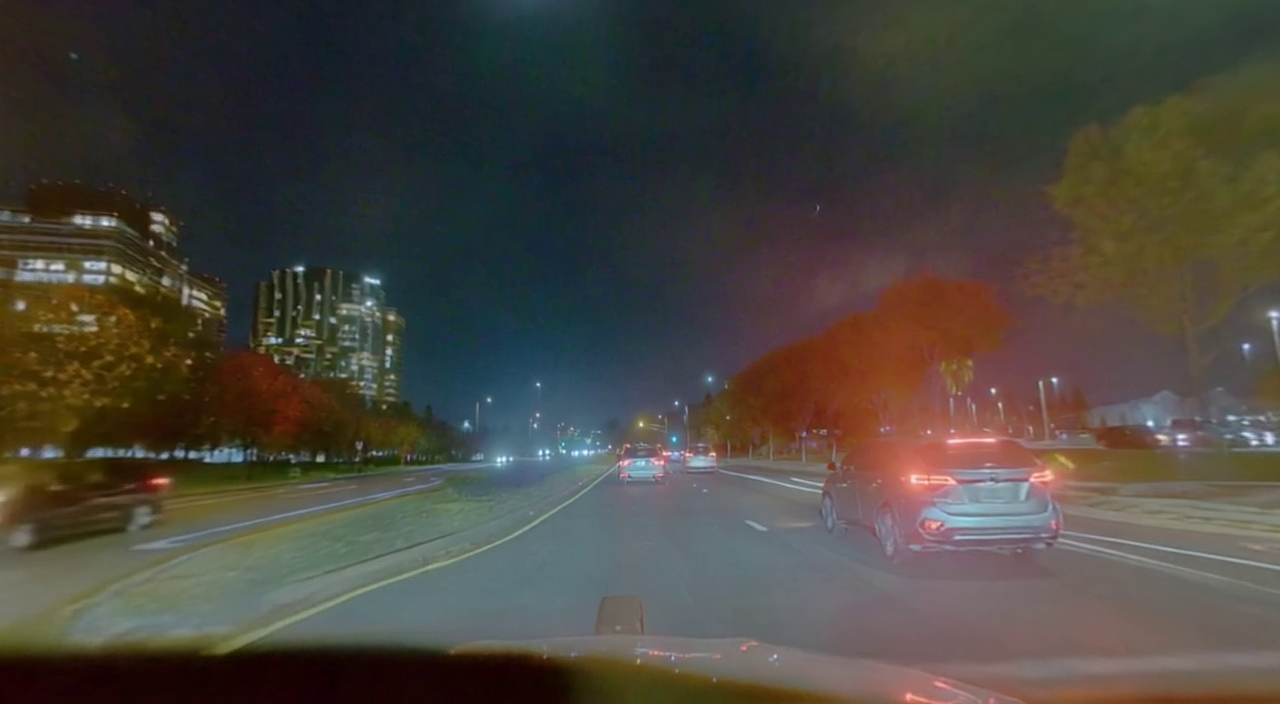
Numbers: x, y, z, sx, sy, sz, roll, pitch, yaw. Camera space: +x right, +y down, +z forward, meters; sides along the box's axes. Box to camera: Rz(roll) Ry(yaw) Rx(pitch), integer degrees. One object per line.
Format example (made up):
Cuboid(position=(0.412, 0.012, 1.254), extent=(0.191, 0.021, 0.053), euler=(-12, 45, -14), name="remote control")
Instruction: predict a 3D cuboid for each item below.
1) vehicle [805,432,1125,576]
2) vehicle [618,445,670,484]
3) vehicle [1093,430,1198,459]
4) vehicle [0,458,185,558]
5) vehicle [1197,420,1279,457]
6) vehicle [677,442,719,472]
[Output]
Cuboid(position=(3.963, 1.906, 8.820), extent=(2.049, 1.473, 4.425), euler=(0, -8, -1), name="vehicle")
Cuboid(position=(0.176, 4.705, 26.716), extent=(2.034, 1.500, 3.966), euler=(0, -8, 0), name="vehicle")
Cuboid(position=(27.520, 5.057, 34.633), extent=(1.963, 1.480, 4.661), euler=(0, -8, 0), name="vehicle")
Cuboid(position=(-10.928, 2.692, 11.331), extent=(2.043, 1.456, 4.627), euler=(0, -8, 0), name="vehicle")
Cuboid(position=(33.400, 4.708, 34.435), extent=(4.199, 1.772, 1.904), euler=(-2, -9, -3), name="vehicle")
Cuboid(position=(3.570, 6.579, 39.762), extent=(2.107, 1.773, 4.557), euler=(0, -8, -2), name="vehicle")
